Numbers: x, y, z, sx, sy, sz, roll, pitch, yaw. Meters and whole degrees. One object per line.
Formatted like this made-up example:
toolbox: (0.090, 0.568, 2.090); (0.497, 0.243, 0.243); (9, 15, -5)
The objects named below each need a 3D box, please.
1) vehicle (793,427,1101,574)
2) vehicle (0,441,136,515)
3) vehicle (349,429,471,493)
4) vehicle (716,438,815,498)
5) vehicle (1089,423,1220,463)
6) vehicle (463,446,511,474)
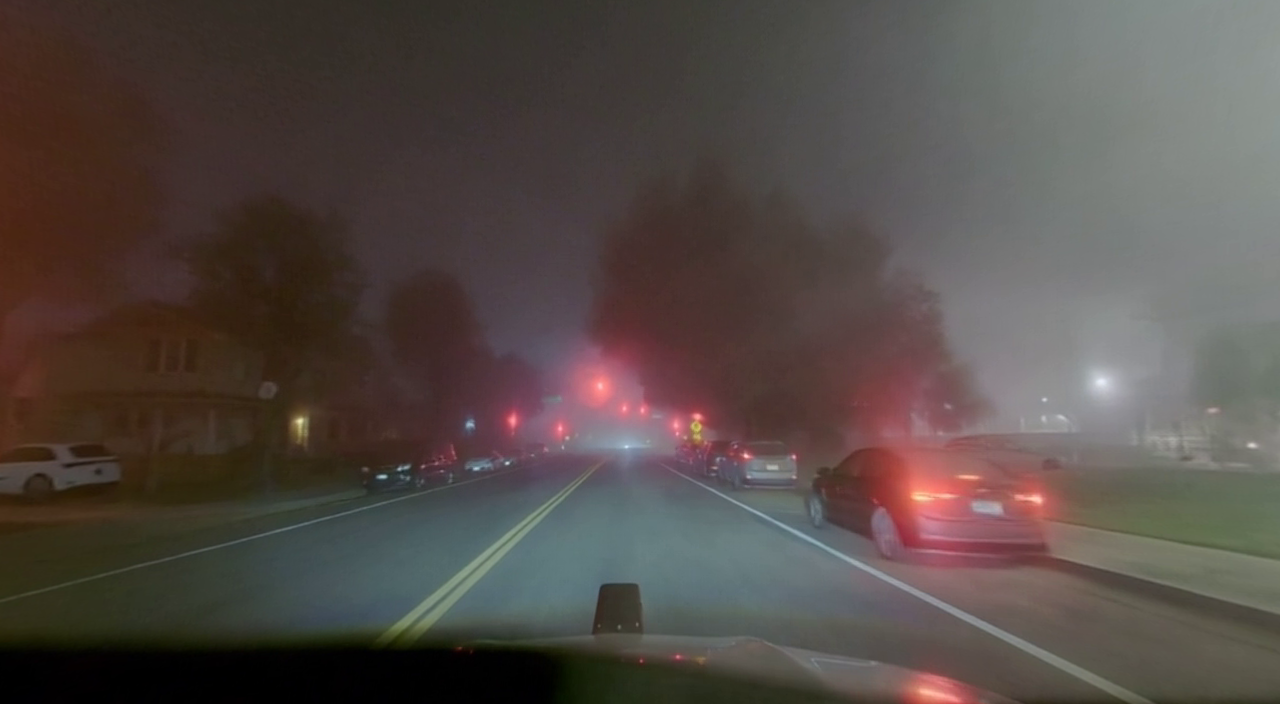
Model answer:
vehicle: (3.833, 1.913, 8.993); (1.955, 1.536, 4.395); (0, -9, -4)
vehicle: (-14.586, 2.930, 15.077); (1.848, 1.562, 3.827); (0, -8, 1)
vehicle: (-8.089, 3.904, 23.007); (2.420, 2.004, 5.615); (0, -9, -1)
vehicle: (3.451, 3.282, 18.252); (1.809, 1.513, 4.264); (0, -9, -3)
vehicle: (24.599, 4.373, 30.314); (4.476, 1.795, 2.055); (0, -9, -2)
vehicle: (-8.509, 6.006, 35.438); (1.860, 1.476, 4.594); (0, -9, -4)
